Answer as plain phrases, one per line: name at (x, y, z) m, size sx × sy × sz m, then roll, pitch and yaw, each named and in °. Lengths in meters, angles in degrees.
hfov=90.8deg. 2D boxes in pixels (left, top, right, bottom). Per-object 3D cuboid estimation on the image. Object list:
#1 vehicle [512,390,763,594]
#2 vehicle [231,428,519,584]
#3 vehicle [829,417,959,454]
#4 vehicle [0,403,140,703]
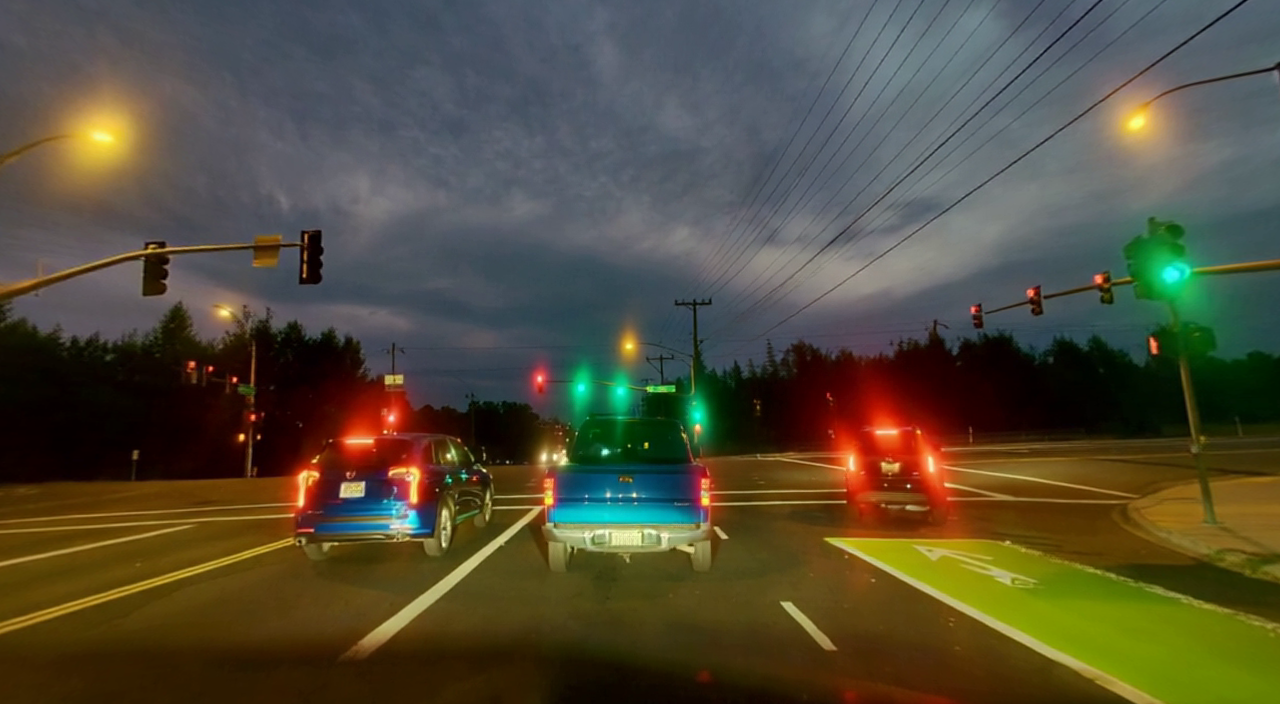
vehicle at (-0.053, 1.520, 7.616) m, size 2.182 × 1.773 × 4.041 m, roll 0°, pitch -8°, yaw -1°
vehicle at (-2.925, 1.767, 8.009) m, size 1.969 × 1.486 × 3.702 m, roll 0°, pitch -8°, yaw 1°
vehicle at (13.861, 4.606, 34.812) m, size 6.143 × 1.944 × 2.229 m, roll -1°, pitch -8°, yaw 5°
vehicle at (-3.350, 0.662, 0.449) m, size 1.928 × 1.488 × 4.936 m, roll 0°, pitch -8°, yaw 0°
